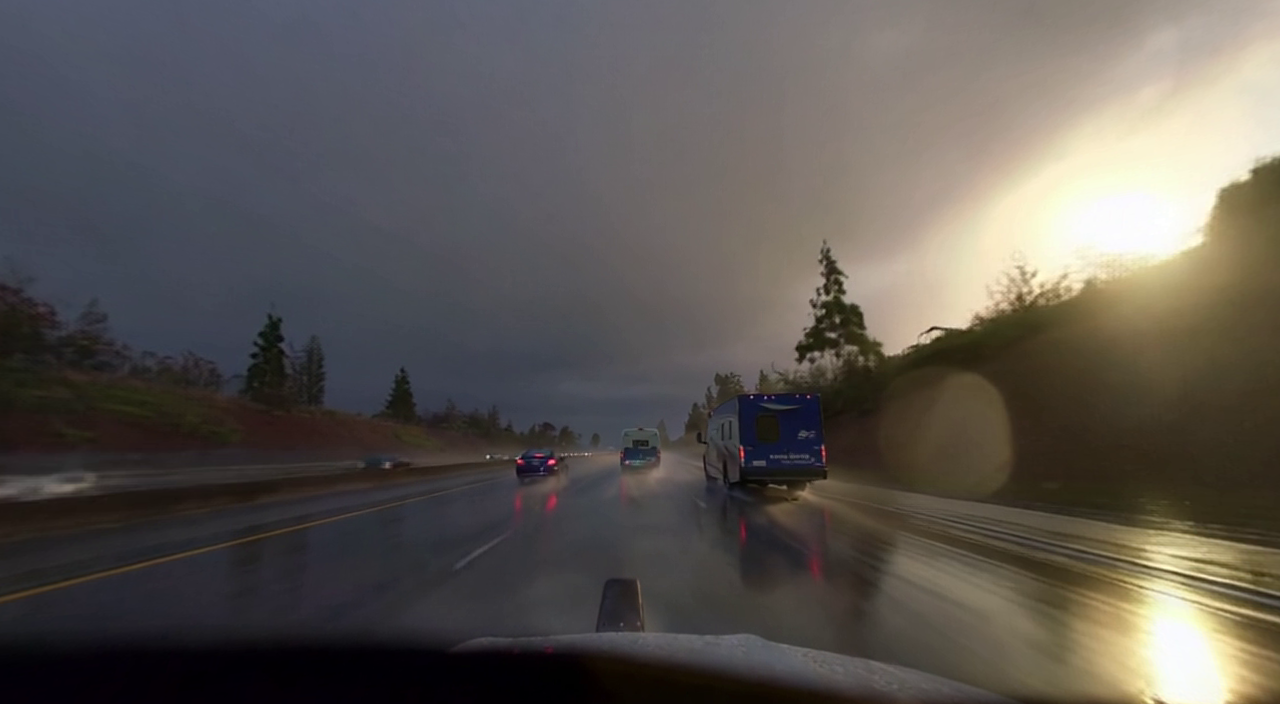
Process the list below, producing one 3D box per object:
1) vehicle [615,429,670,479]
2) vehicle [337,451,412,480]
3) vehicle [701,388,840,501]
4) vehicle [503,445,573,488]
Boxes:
[{"bbox_3d":[0.093,5.139,32.019,2.524,2.310,4.986,0,-9,0],"label":"vehicle"},{"bbox_3d":[-14.551,6.249,34.962,1.977,1.469,4.853,0,-9,1],"label":"vehicle"},{"bbox_3d":[3.708,2.926,19.932,2.607,2.910,7.252,0,-9,-2],"label":"vehicle"},{"bbox_3d":[-3.884,4.473,24.939,1.959,1.502,4.559,0,-9,1],"label":"vehicle"}]
